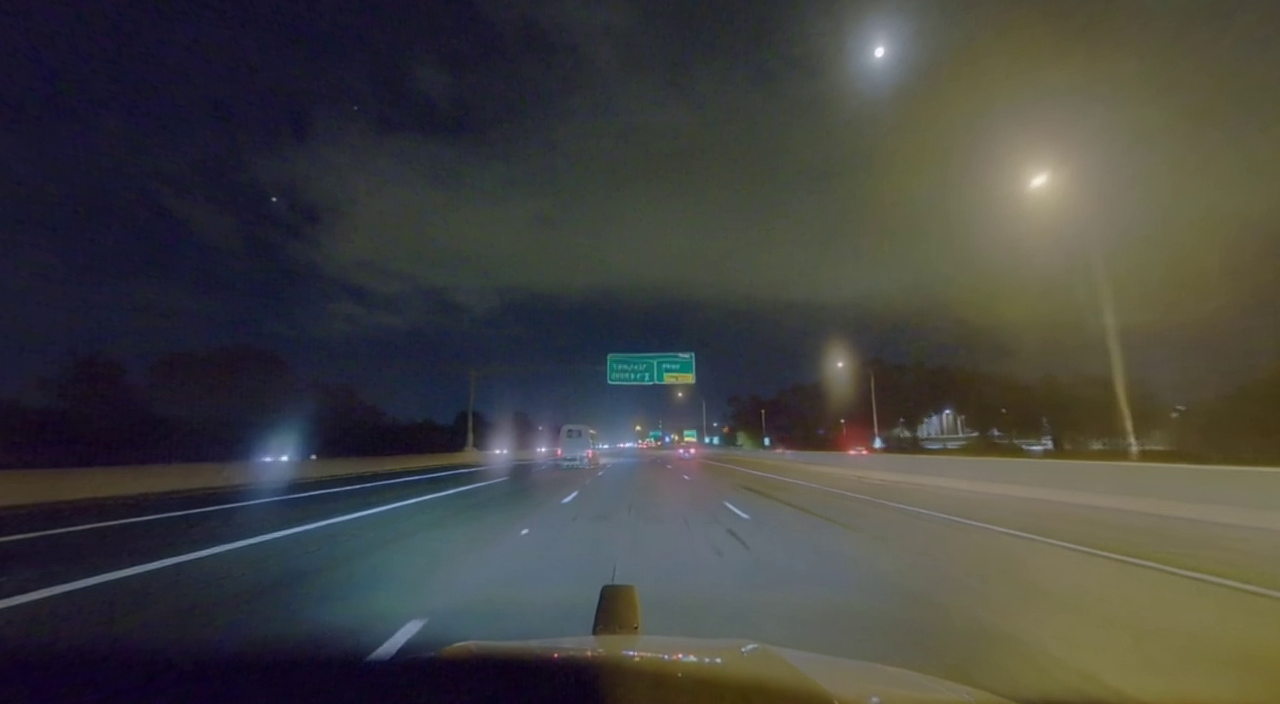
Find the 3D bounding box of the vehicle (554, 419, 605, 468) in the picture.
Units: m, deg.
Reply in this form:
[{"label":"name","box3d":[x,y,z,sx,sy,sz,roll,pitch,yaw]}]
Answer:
[{"label":"vehicle","box3d":[-3.789,6.001,41.364,2.881,2.937,7.045,0,-9,-2]}]
